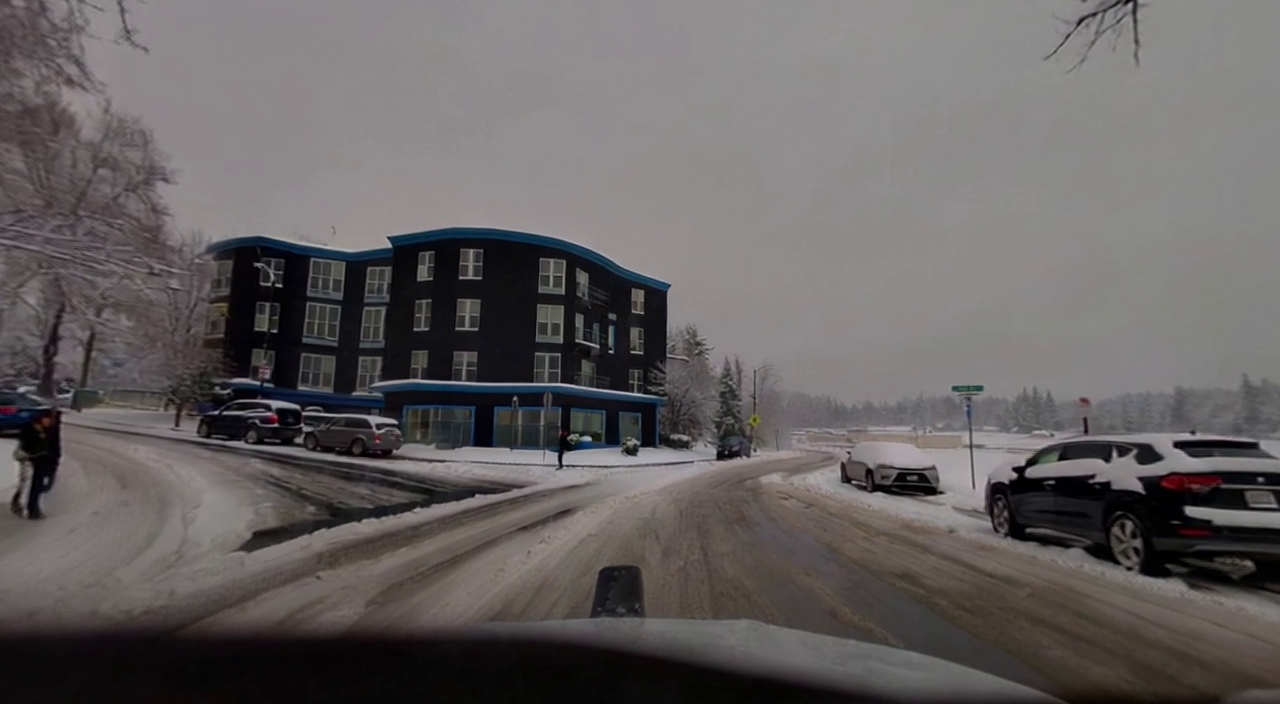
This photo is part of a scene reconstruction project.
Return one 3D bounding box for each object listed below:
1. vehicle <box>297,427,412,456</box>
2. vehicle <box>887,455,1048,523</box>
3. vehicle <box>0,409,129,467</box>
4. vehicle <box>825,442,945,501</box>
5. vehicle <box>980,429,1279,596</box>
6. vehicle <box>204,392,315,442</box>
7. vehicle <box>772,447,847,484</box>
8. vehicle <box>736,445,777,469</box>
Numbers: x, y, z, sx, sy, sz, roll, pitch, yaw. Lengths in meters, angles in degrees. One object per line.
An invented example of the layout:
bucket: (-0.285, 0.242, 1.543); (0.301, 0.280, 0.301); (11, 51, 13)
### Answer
vehicle: (-13.577, 4.300, 30.314); (4.603, 1.335, 1.889); (1, -9, -8)
vehicle: (7.823, 3.271, 15.613); (1.900, 1.368, 4.176); (-1, -8, 3)
vehicle: (-16.512, 2.468, 17.980); (4.175, 1.436, 2.017); (-7, -11, 37)
vehicle: (7.933, 3.873, 21.062); (1.917, 1.704, 4.840); (0, -8, -2)
vehicle: (7.510, 2.118, 9.448); (2.181, 1.792, 5.066); (0, -8, 2)
vehicle: (-18.700, 3.208, 31.082); (4.598, 1.645, 2.019); (8, -5, 20)
vehicle: (7.885, 5.298, 29.881); (2.122, 1.554, 4.777); (0, -8, -1)
vehicle: (7.751, 7.021, 42.344); (1.901, 1.495, 4.340); (0, -8, 0)
